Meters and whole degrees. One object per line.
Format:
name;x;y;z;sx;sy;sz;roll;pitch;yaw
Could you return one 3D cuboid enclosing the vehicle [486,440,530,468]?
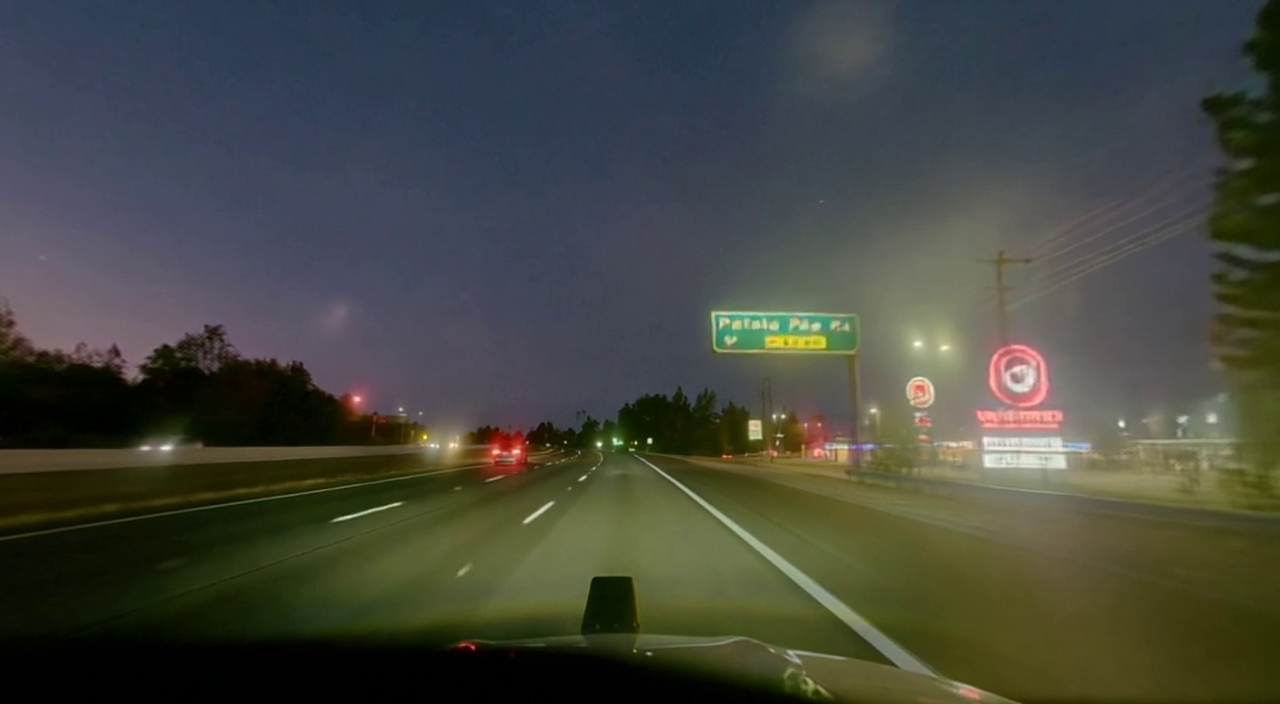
vehicle;-8.599;6.683;41.572;2.053;1.682;4.423;0;-8;-1
